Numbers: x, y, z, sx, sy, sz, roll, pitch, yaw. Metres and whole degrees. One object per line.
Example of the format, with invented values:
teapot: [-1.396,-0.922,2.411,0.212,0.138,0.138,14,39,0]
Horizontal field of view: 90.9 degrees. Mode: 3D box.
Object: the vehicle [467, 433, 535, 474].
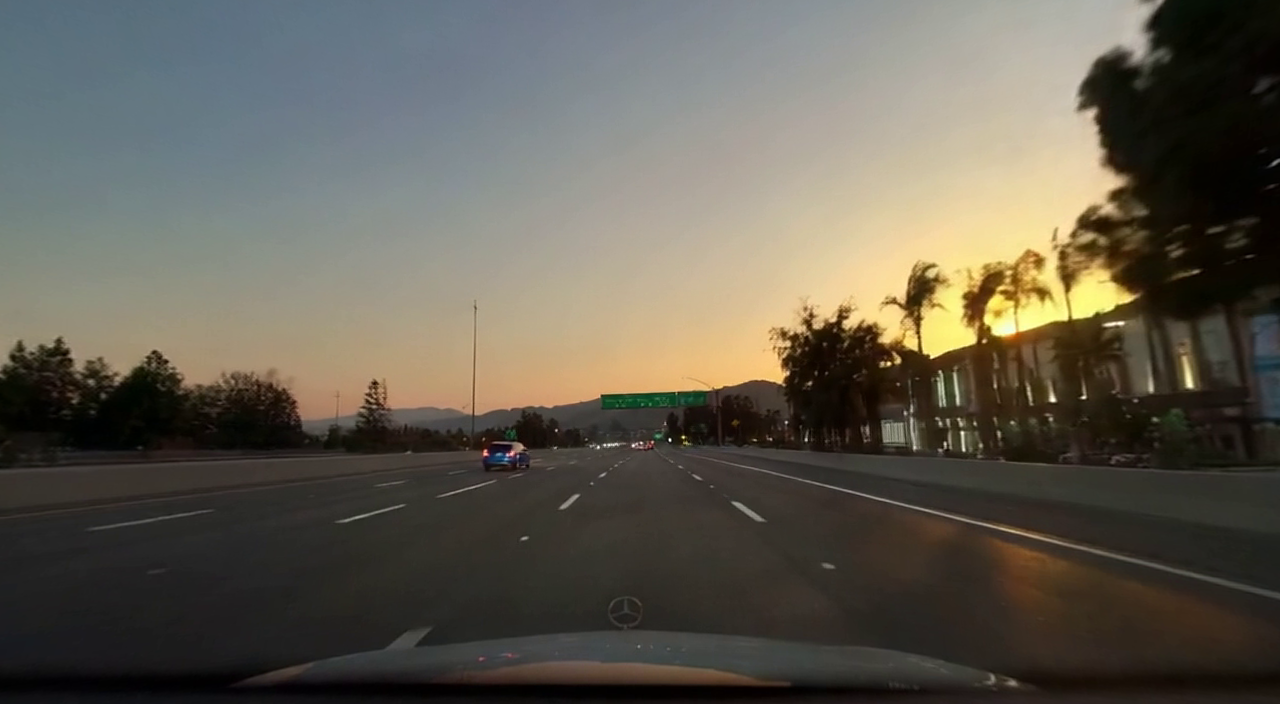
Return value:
vehicle: [-6.670,4.939,30.816,2.145,1.793,4.762,0,-8,1]
